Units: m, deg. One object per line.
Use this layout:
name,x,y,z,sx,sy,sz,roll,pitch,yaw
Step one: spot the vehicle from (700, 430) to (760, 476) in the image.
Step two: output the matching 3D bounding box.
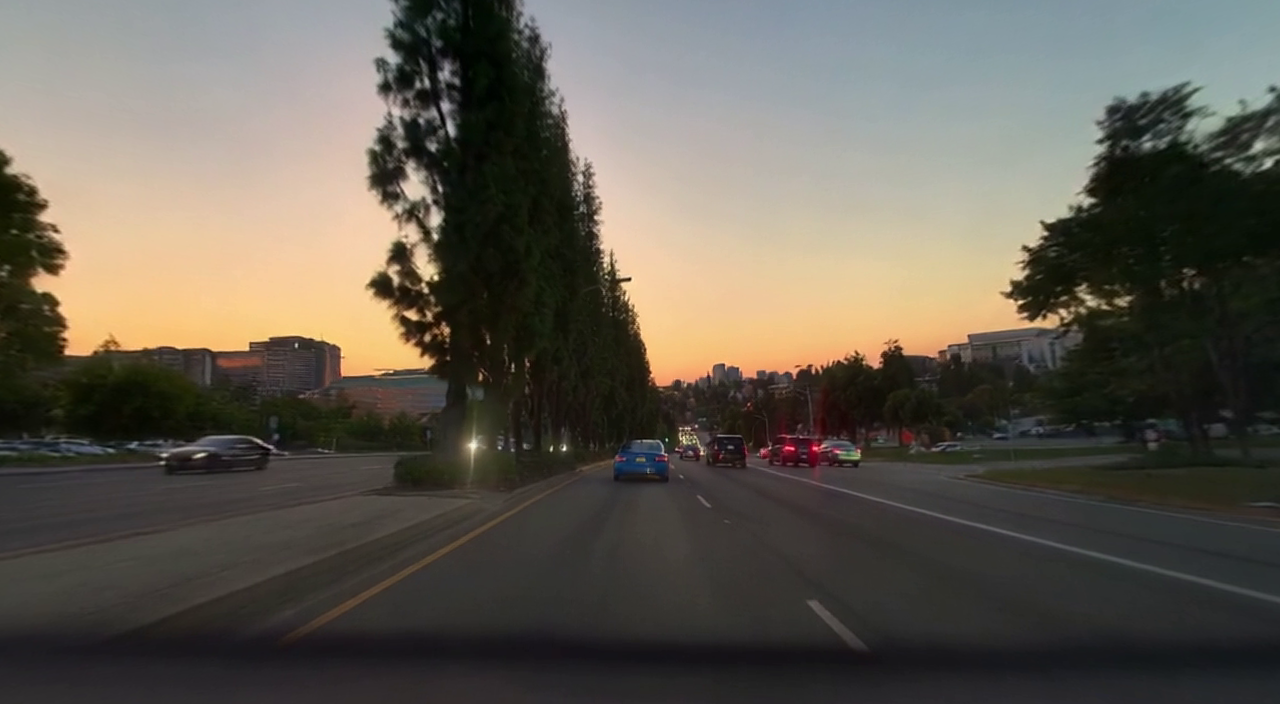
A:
vehicle,3.779,4.342,27.267,1.976,1.796,4.159,0,-8,0

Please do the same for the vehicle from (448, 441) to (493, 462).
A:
vehicle,-12.551,7.398,46.891,1.915,1.456,4.636,0,-8,2

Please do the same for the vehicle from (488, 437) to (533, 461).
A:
vehicle,-8.953,6.743,43.786,2.074,1.543,4.536,0,-8,1

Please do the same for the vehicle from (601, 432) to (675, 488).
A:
vehicle,-0.056,3.474,20.561,2.145,1.603,4.369,0,-8,0

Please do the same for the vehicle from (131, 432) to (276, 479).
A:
vehicle,-15.895,3.796,23.330,1.885,1.553,4.828,0,-8,0

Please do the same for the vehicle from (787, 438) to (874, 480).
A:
vehicle,7.248,4.110,24.456,1.928,1.488,4.361,0,-8,-1

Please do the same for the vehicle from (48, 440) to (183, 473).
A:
vehicle,-24.670,4.925,29.764,4.381,1.490,1.941,2,-9,-12
